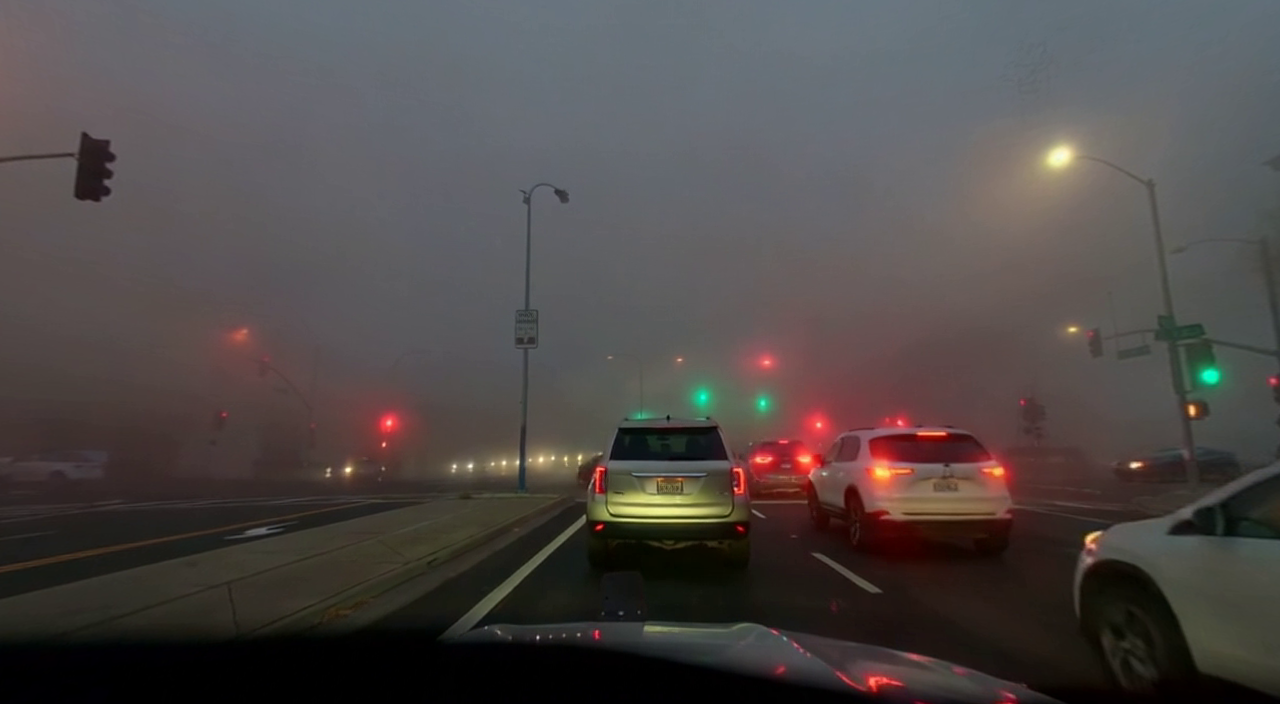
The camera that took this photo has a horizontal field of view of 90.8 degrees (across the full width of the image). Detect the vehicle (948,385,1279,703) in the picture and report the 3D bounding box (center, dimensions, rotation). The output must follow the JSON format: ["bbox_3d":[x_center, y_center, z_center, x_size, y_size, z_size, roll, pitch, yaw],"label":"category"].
[{"bbox_3d":[3.230,0.889,2.228,2.056,1.516,4.776,0,-9,3],"label":"vehicle"}]

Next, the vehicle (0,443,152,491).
[{"bbox_3d":[-24.671,4.937,27.375,5.062,1.946,2.243,0,-9,-1],"label":"vehicle"}]

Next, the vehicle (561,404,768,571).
[{"bbox_3d":[0.320,1.841,9.313,2.292,1.840,4.394,0,-9,1],"label":"vehicle"}]

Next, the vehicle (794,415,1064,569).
[{"bbox_3d":[3.747,1.894,9.258,2.018,1.701,4.288,0,-9,2],"label":"vehicle"}]

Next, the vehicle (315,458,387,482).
[{"bbox_3d":[-19.757,8.085,43.334,1.872,1.477,3.981,-6,-10,32],"label":"vehicle"}]
